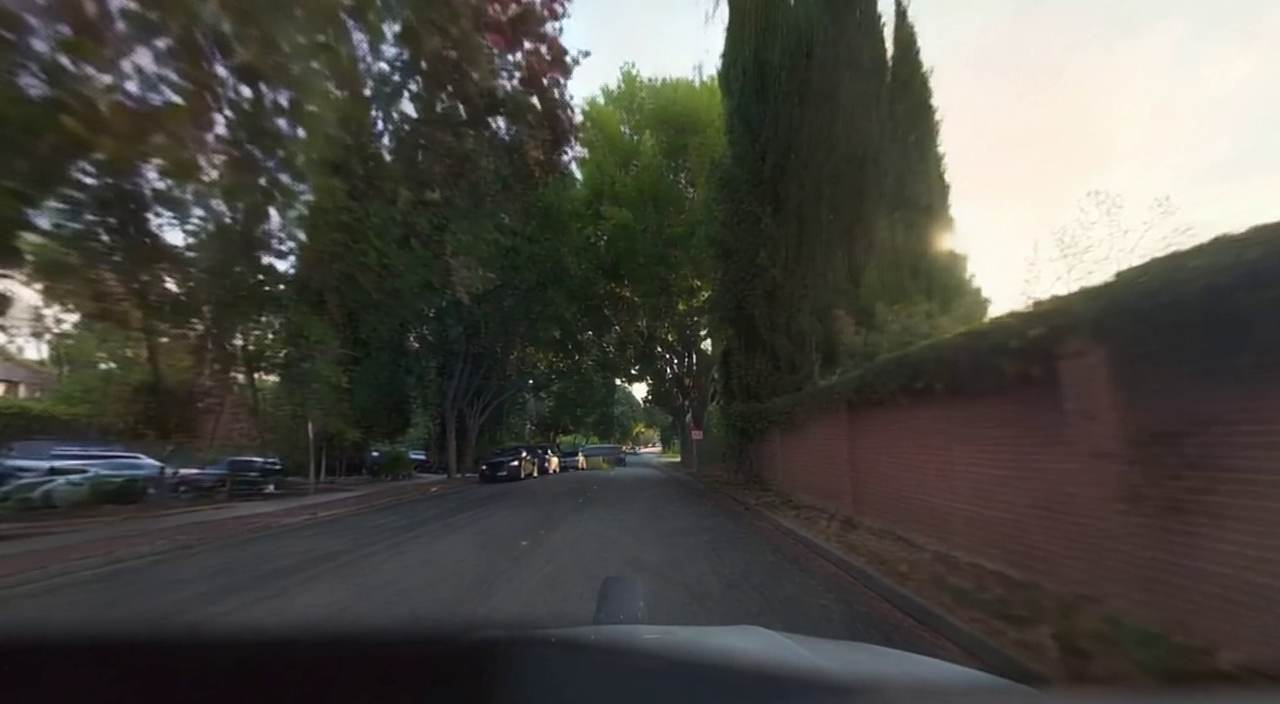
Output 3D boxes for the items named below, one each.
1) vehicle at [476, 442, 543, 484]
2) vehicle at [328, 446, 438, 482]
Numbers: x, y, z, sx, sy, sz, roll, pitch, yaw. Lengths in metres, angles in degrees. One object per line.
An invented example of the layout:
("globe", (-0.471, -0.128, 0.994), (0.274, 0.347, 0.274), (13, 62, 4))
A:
("vehicle", (-6.283, 5.386, 31.214), (2.109, 1.847, 5.553), (0, -8, 0))
("vehicle", (-13.725, 5.989, 33.901), (4.991, 1.692, 1.960), (1, -8, 1))
